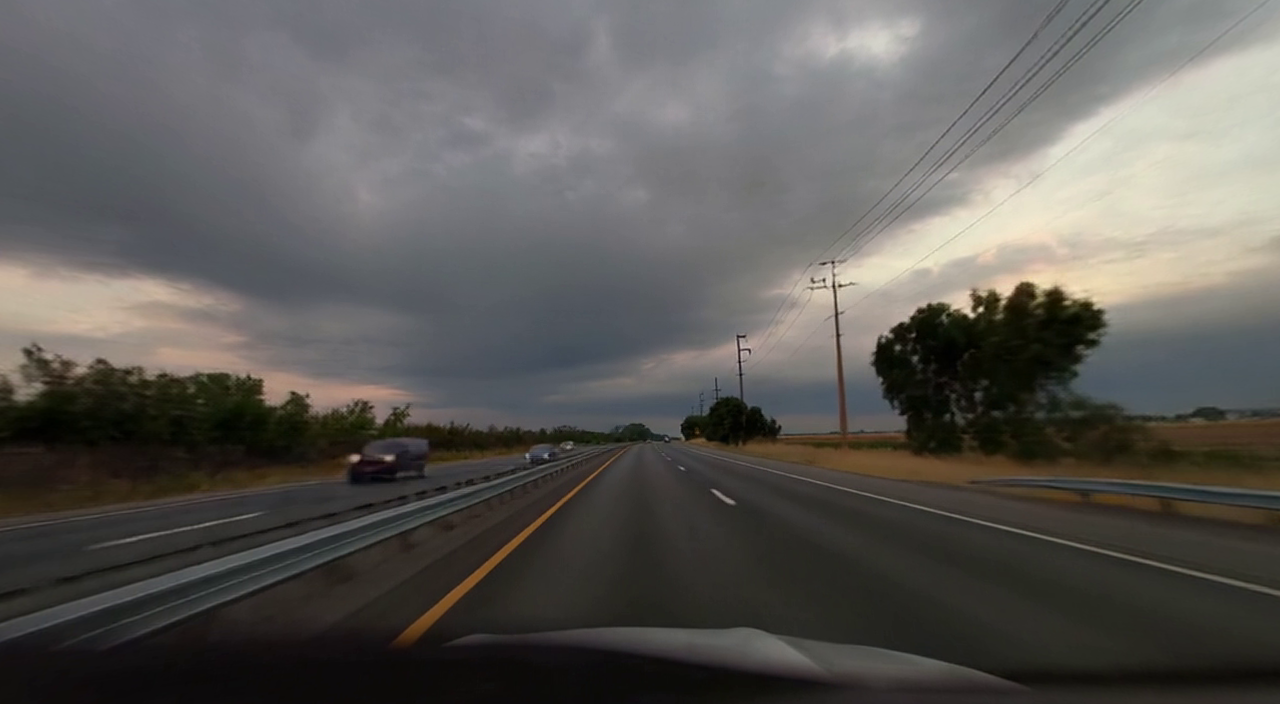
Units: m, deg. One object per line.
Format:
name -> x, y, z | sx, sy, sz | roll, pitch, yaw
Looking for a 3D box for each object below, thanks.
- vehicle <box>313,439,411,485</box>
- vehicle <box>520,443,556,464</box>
vehicle -> -11.059, 4.381, 25.316 | 1.980, 1.672, 4.199 | 0, -8, 0
vehicle -> -7.289, 7.285, 45.338 | 1.936, 1.430, 3.777 | 0, -8, 1
